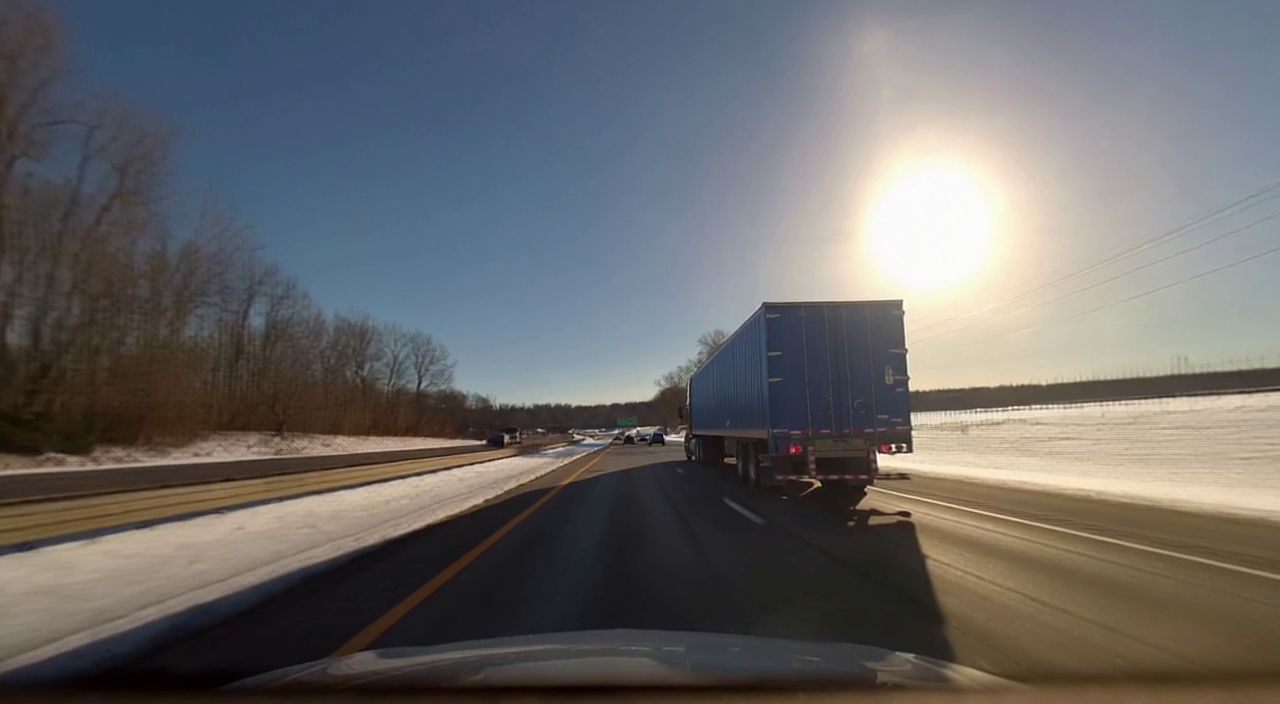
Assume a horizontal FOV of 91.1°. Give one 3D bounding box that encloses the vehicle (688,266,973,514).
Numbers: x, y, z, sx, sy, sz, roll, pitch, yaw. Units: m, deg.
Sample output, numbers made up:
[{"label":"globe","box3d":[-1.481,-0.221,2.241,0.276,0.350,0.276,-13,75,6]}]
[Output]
[{"label":"vehicle","box3d":[3.875,1.748,19.310,3.203,4.273,17.131,0,-8,-1]}]
